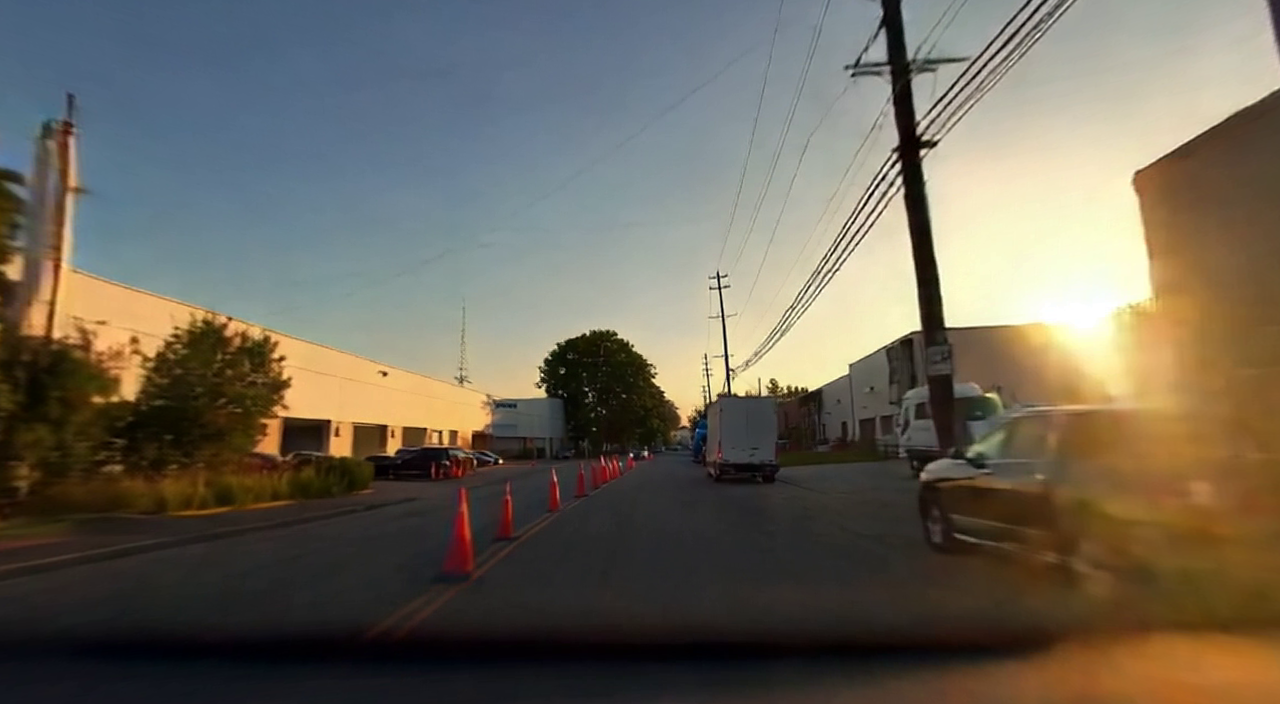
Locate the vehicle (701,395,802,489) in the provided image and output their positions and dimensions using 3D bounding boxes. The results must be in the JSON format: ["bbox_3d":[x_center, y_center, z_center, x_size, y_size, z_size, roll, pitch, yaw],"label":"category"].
[{"bbox_3d":[4.318,3.741,26.271,2.871,3.301,7.433,0,-8,1],"label":"vehicle"}]

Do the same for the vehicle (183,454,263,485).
[{"bbox_3d":[-22.546,6.358,34.341,1.833,1.454,3.782,0,-8,-1],"label":"vehicle"}]

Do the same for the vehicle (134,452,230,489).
[{"bbox_3d":[-25.128,6.489,34.905,2.092,1.806,4.601,0,-9,-5],"label":"vehicle"}]

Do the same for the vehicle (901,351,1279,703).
[{"bbox_3d":[4.185,1.208,5.277,1.963,1.803,4.708,0,-8,0],"label":"vehicle"}]

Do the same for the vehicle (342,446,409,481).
[{"bbox_3d":[-14.659,6.167,35.266,1.971,1.789,4.360,0,-8,-2],"label":"vehicle"}]

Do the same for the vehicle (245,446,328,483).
[{"bbox_3d":[-19.797,6.283,35.703,2.026,1.885,4.932,0,-8,-3],"label":"vehicle"}]

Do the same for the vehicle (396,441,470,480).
[{"bbox_3d":[-11.671,6.111,36.049,2.287,1.975,5.511,-1,-8,1],"label":"vehicle"}]
